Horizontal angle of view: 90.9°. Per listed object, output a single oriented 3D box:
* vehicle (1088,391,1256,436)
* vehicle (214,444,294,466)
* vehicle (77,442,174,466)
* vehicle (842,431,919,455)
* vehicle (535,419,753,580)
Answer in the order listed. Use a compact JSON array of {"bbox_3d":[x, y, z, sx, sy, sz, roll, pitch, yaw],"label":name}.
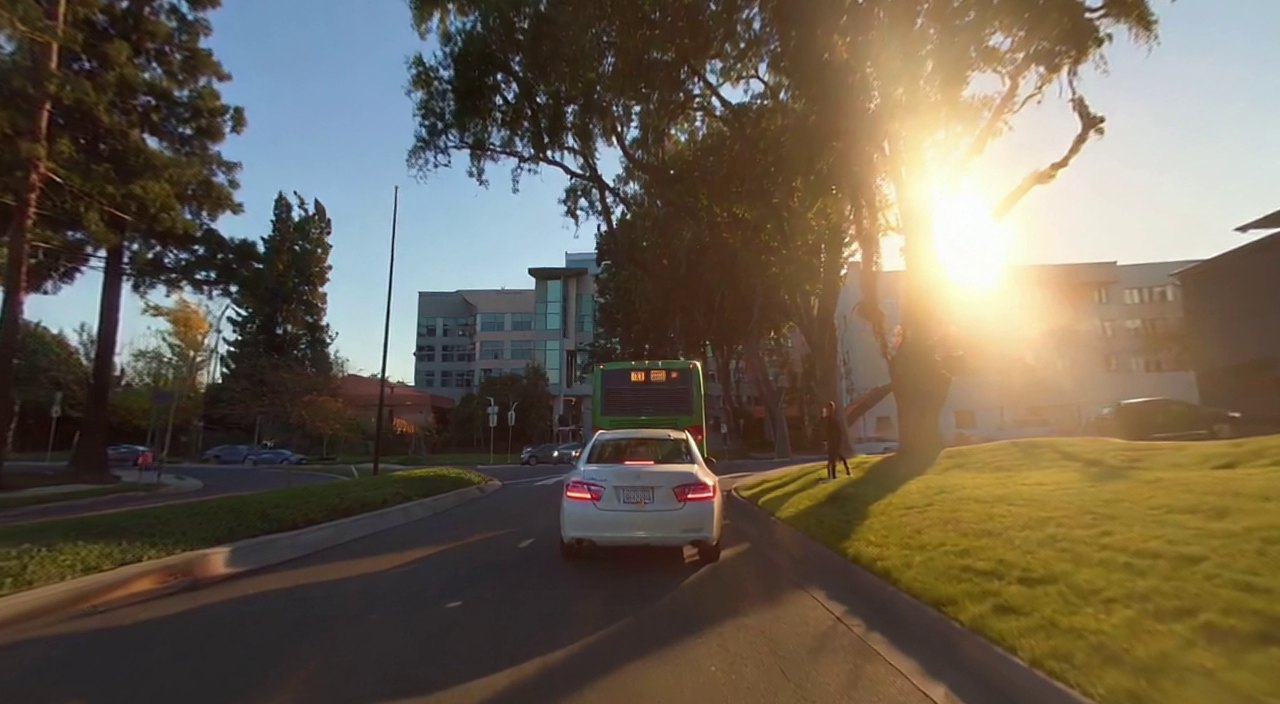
[{"bbox_3d":[19.664,2.375,23.483,1.781,1.458,4.359,6,-10,-35],"label":"vehicle"},{"bbox_3d":[-25.905,6.920,42.453,4.403,1.422,1.697,4,-9,-26],"label":"vehicle"},{"bbox_3d":[-32.010,6.336,39.337,4.473,1.442,1.743,7,-11,-38],"label":"vehicle"},{"bbox_3d":[15.785,6.001,41.407,4.422,1.457,1.882,-5,-10,29],"label":"vehicle"},{"bbox_3d":[0.061,1.666,7.879,2.020,1.478,3.922,0,-8,1],"label":"vehicle"}]
